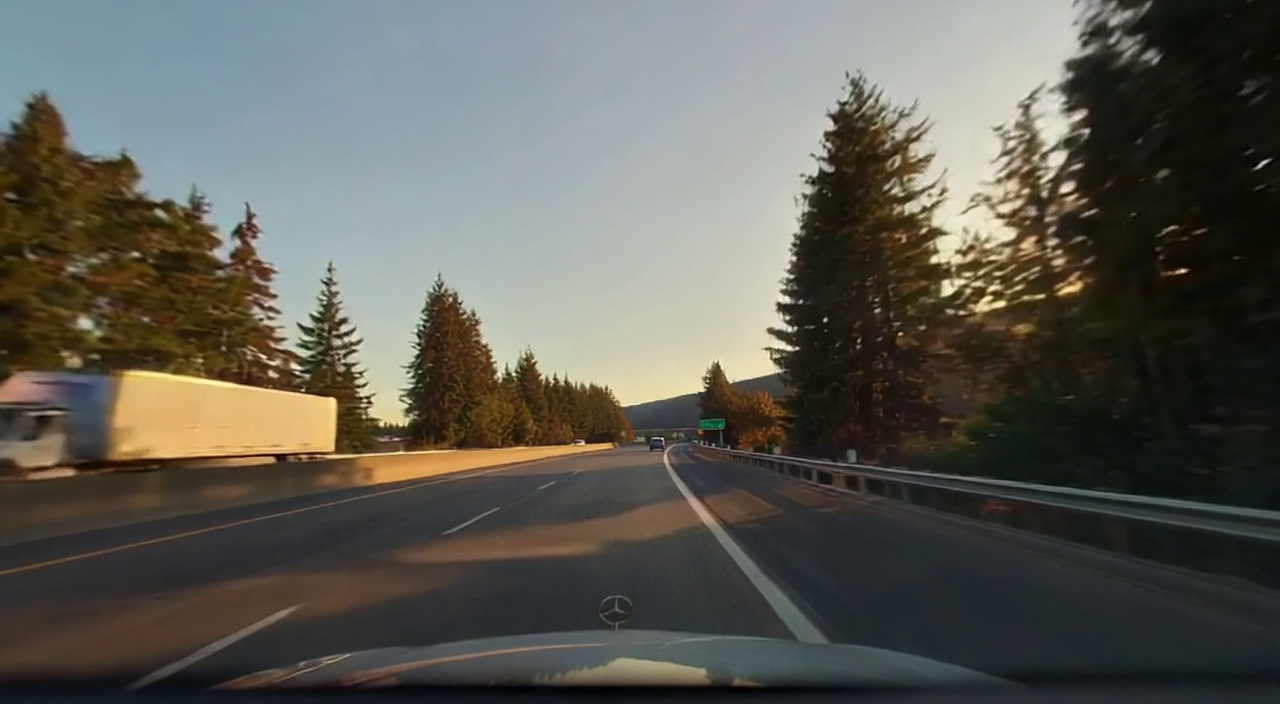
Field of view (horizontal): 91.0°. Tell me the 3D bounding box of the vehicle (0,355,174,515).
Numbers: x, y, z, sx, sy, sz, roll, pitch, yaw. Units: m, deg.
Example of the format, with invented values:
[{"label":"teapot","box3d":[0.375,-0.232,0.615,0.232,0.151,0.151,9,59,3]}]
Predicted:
[{"label":"vehicle","box3d":[-17.561,2.474,18.471,3.016,3.977,5.961,0,-8,0]}]
